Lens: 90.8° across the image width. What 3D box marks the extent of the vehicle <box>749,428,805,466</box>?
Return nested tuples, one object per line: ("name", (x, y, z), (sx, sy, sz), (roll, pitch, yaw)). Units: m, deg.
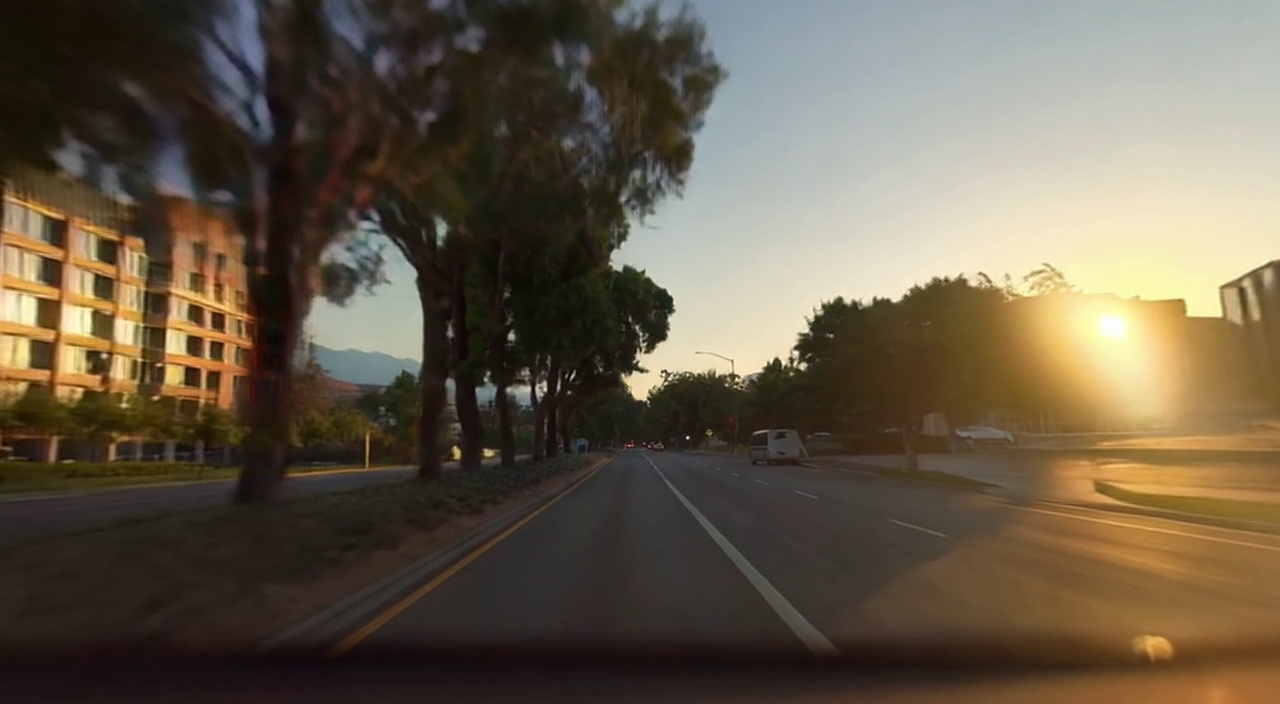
("vehicle", (9.740, 6.822, 45.565), (2.456, 2.534, 5.930), (0, -9, -3))
